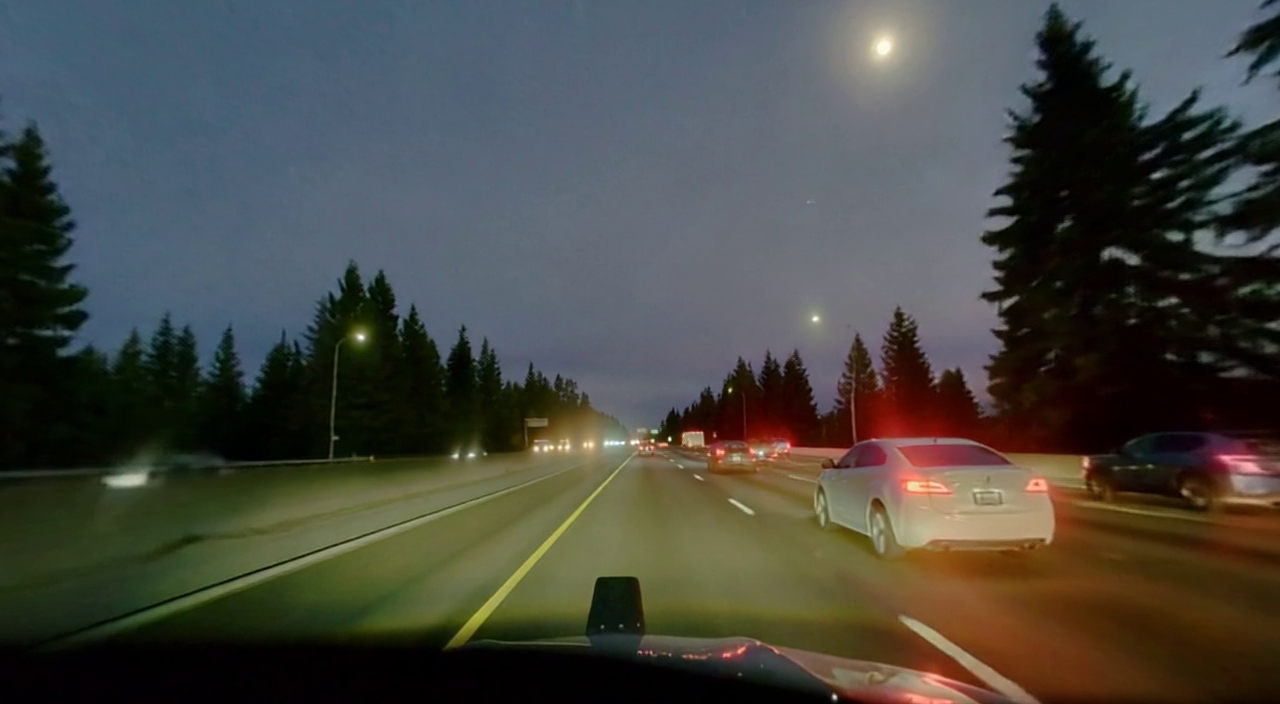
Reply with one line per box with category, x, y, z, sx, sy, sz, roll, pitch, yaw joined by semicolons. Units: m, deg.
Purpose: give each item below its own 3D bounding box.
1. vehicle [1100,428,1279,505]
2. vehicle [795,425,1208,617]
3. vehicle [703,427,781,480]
vehicle;15.075;2.930;16.621;2.027;1.711;4.963;0;-8;0
vehicle;3.389;1.652;7.290;1.904;1.453;4.789;0;-8;-1
vehicle;3.957;4.057;25.434;2.206;1.902;5.460;0;-8;0
